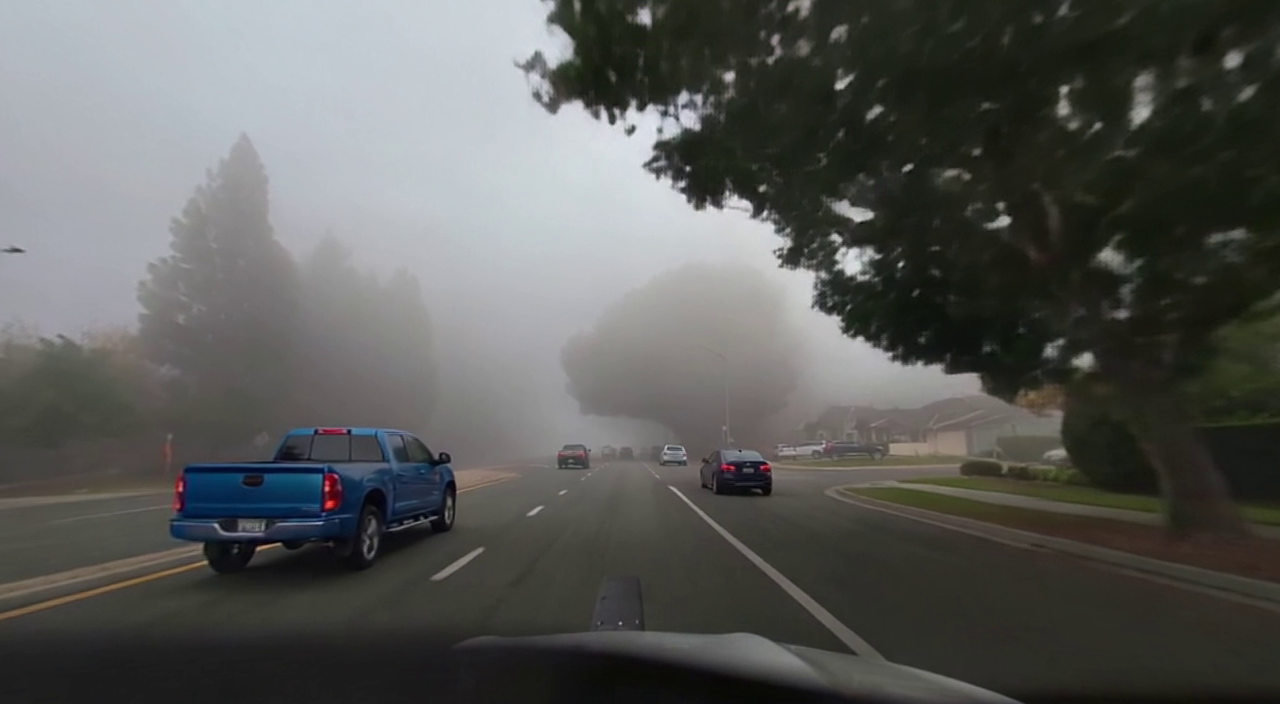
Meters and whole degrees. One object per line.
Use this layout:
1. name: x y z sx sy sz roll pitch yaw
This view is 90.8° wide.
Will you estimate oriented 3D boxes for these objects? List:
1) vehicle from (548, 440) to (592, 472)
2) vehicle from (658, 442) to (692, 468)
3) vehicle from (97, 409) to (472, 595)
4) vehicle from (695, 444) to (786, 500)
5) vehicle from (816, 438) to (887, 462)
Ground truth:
1. vehicle: -4.303 6.463 39.501 2.218 1.829 4.492 0 -8 0
2. vehicle: 2.597 7.806 48.205 2.099 1.845 4.363 0 -8 -3
3. vehicle: -4.086 1.812 8.703 2.111 1.745 5.274 0 -8 0
4. vehicle: 2.850 3.502 18.907 1.884 1.463 4.195 0 -8 -2
5. vehicle: 16.524 7.675 49.636 1.991 1.806 4.902 7 -11 -40
